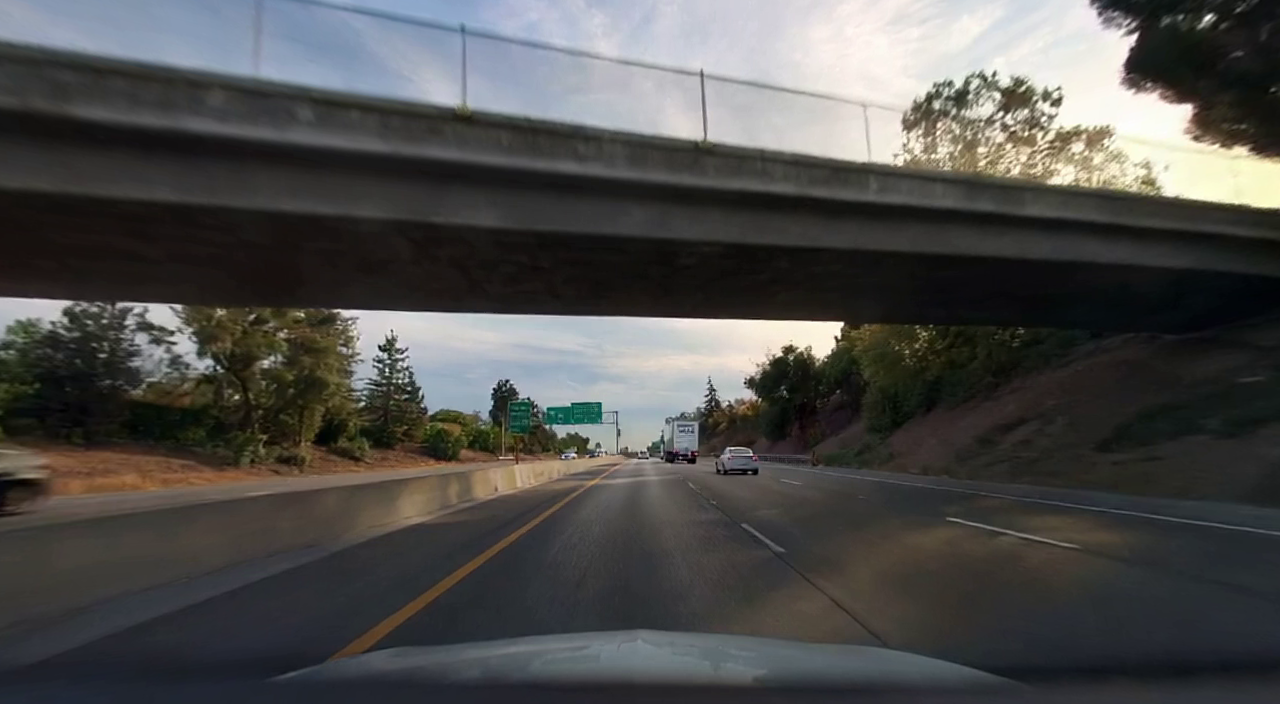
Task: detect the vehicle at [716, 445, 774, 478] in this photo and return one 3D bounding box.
[{"bbox_3d":[5.074,5.328,30.830,1.917,1.471,4.149,0,-9,-3],"label":"vehicle"}]
